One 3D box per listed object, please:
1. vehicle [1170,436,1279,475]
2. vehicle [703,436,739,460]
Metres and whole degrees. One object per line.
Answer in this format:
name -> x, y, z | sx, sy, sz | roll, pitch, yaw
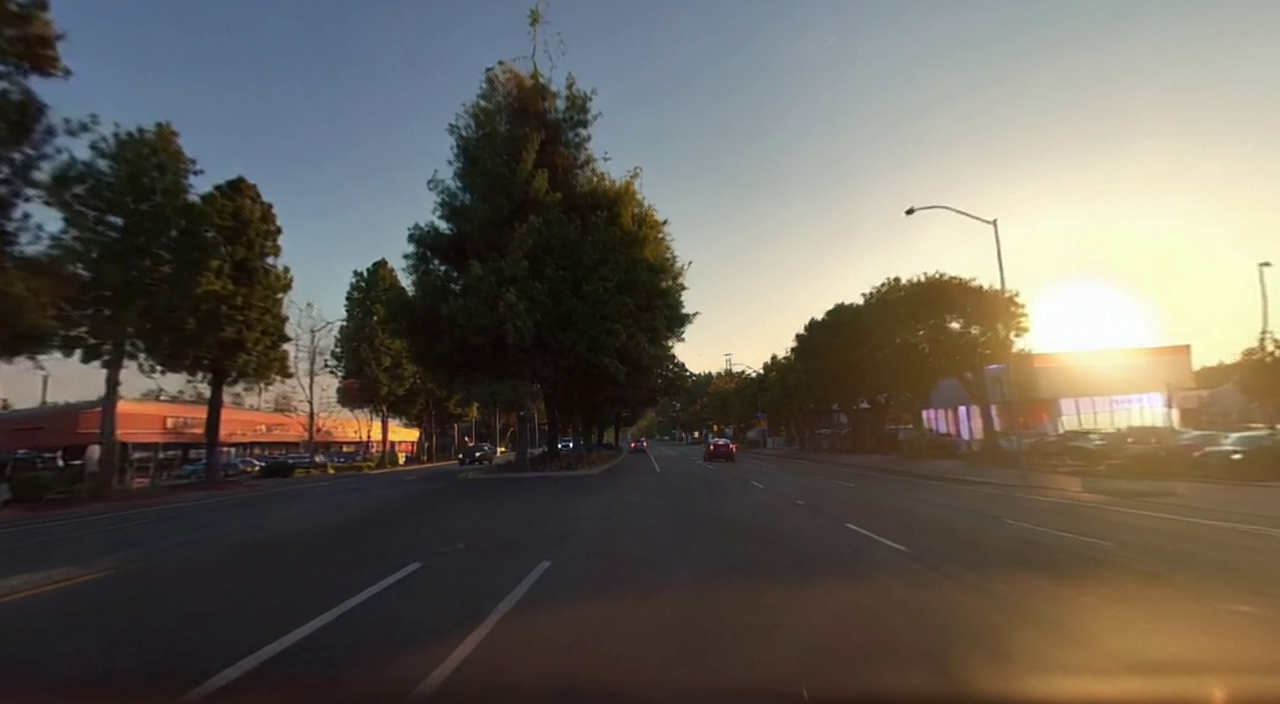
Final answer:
vehicle -> 23.941, 3.999, 24.475 | 1.886, 1.438, 4.742 | 5, -10, -32
vehicle -> 5.752, 6.868, 45.241 | 1.957, 1.643, 4.226 | 0, -8, -1
